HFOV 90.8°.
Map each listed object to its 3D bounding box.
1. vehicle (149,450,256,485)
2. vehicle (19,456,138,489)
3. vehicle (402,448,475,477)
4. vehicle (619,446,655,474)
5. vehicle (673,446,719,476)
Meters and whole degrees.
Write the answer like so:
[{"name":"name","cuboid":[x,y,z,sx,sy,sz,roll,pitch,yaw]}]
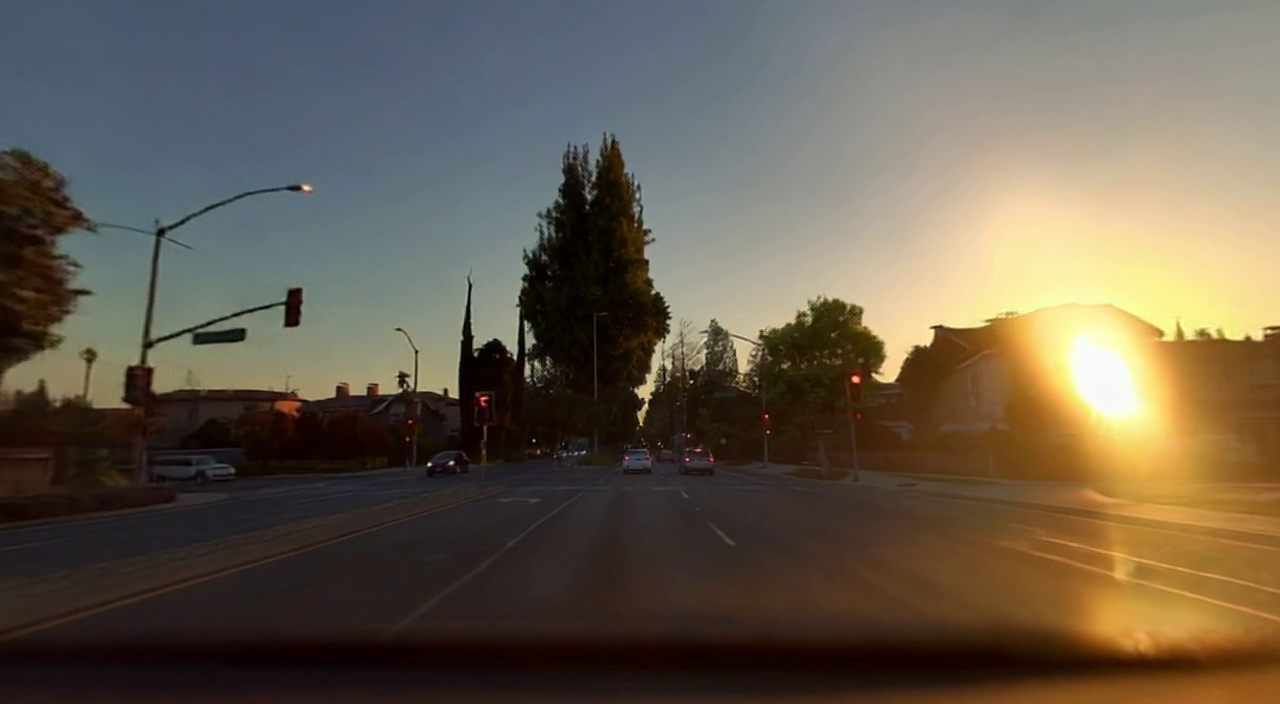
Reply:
[{"name":"vehicle","cuboid":[-25.146,6.651,36.429,4.634,1.840,2.025,-1,-10,1]},{"name":"vehicle","cuboid":[-32.046,6.876,36.161,4.707,1.747,2.130,0,-8,1]},{"name":"vehicle","cuboid":[-14.574,7.955,46.014,2.188,1.940,5.008,-4,-9,26]},{"name":"vehicle","cuboid":[-0.180,6.323,37.269,2.018,1.511,3.993,0,-8,-1]},{"name":"vehicle","cuboid":[3.017,5.973,34.936,2.057,1.496,4.401,0,-8,-2]}]
